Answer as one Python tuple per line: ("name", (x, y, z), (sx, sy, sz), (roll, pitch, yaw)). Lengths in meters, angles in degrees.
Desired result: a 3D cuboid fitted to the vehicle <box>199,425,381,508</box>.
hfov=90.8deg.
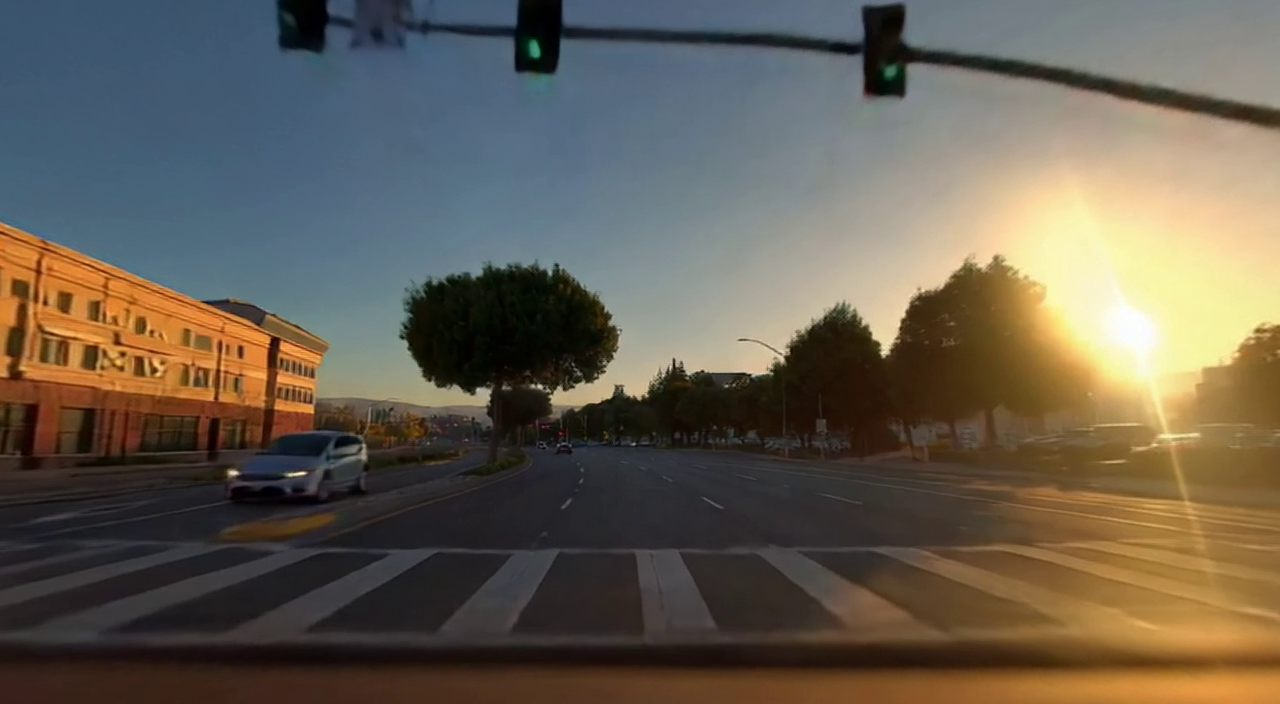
("vehicle", (-8.633, 2.845, 16.204), (2.175, 1.795, 4.640), (0, -8, -3))
